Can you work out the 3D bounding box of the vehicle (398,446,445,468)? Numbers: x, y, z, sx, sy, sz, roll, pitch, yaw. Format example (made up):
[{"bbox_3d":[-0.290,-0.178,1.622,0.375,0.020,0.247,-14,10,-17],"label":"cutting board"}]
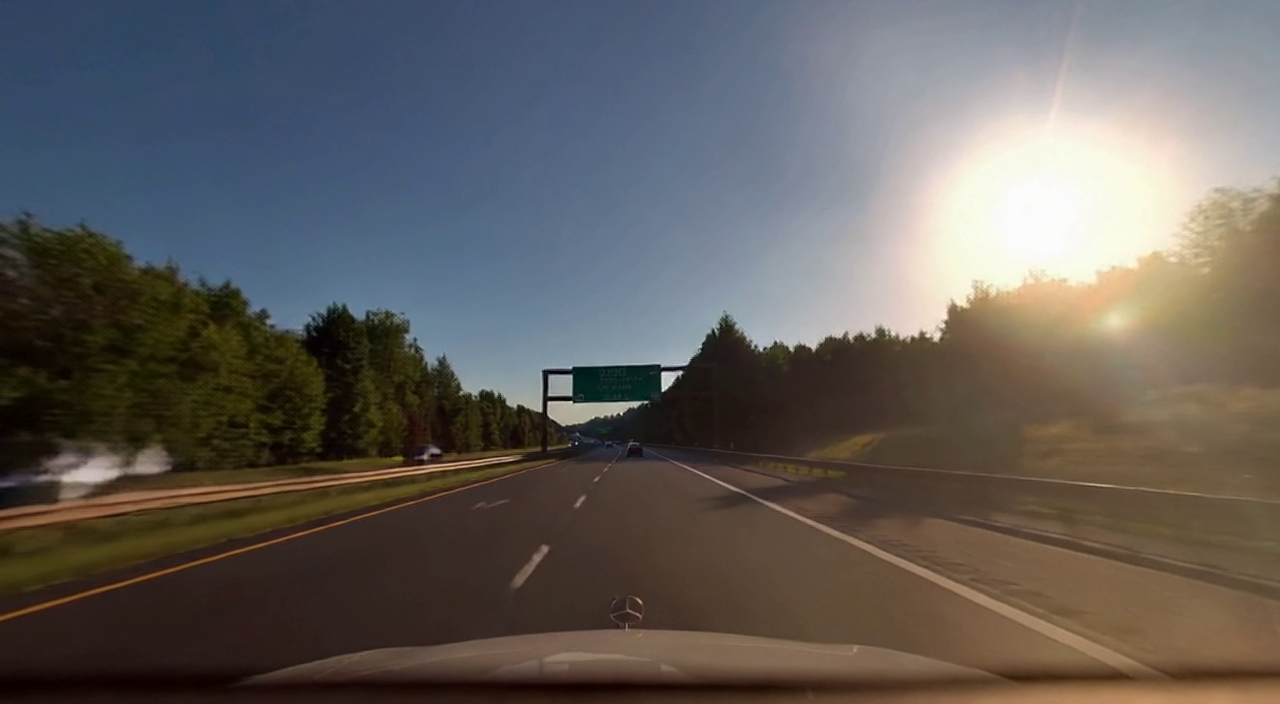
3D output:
[{"bbox_3d":[-15.797,7.583,45.761,1.844,1.509,4.527,0,-8,-1],"label":"vehicle"}]
